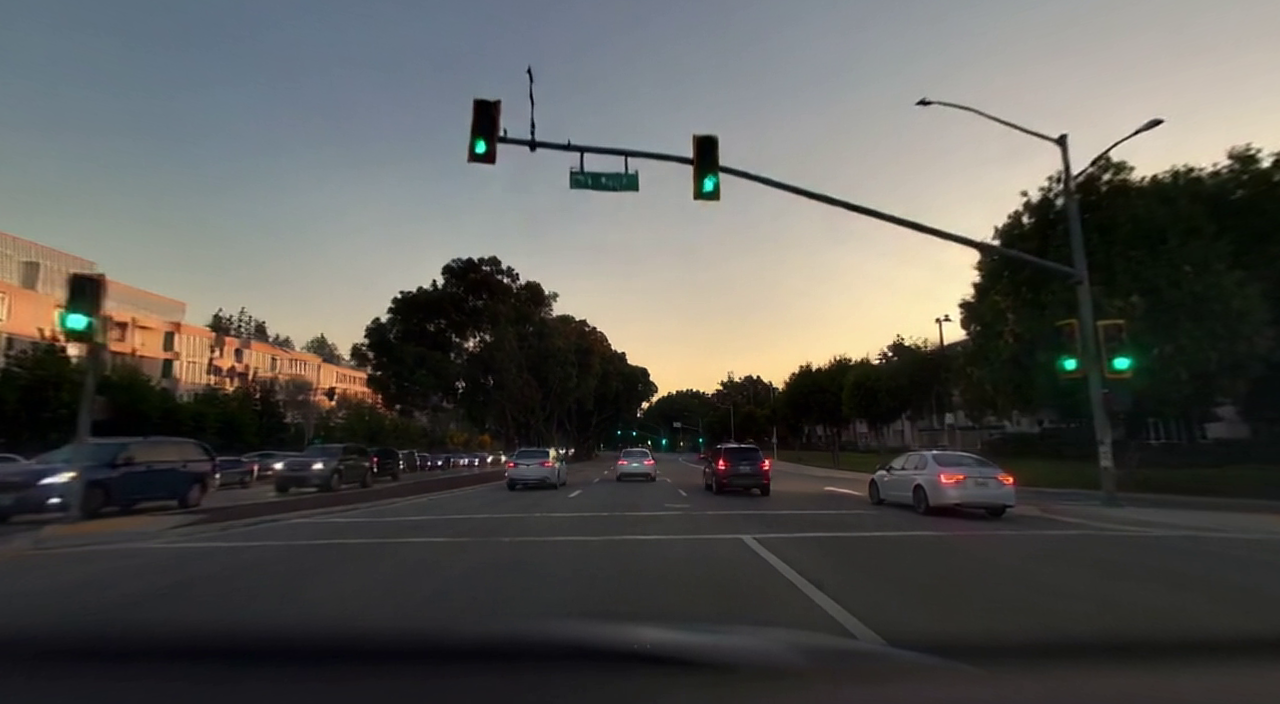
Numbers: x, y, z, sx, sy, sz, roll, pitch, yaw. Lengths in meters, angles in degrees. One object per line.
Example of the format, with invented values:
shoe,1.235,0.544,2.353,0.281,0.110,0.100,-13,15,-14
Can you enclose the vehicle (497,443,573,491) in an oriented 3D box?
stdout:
vehicle,-3.944,4.401,24.471,2.172,1.671,4.175,0,-8,0

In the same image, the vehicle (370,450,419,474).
vehicle,-19.194,8.589,49.607,2.186,1.676,4.444,-1,-8,-1

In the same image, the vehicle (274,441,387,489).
vehicle,-12.693,4.642,26.391,2.259,1.804,4.990,0,-9,-1

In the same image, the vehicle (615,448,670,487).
vehicle,0.050,4.929,27.297,2.155,1.486,4.403,0,-8,-1

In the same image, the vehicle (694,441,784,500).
vehicle,3.119,3.828,20.892,2.161,1.716,4.194,0,-9,-2

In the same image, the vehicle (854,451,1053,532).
vehicle,6.378,2.839,13.537,1.945,1.408,4.288,0,-9,-2

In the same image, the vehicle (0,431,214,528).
vehicle,-12.379,2.715,14.154,2.208,1.773,4.900,0,-8,0
